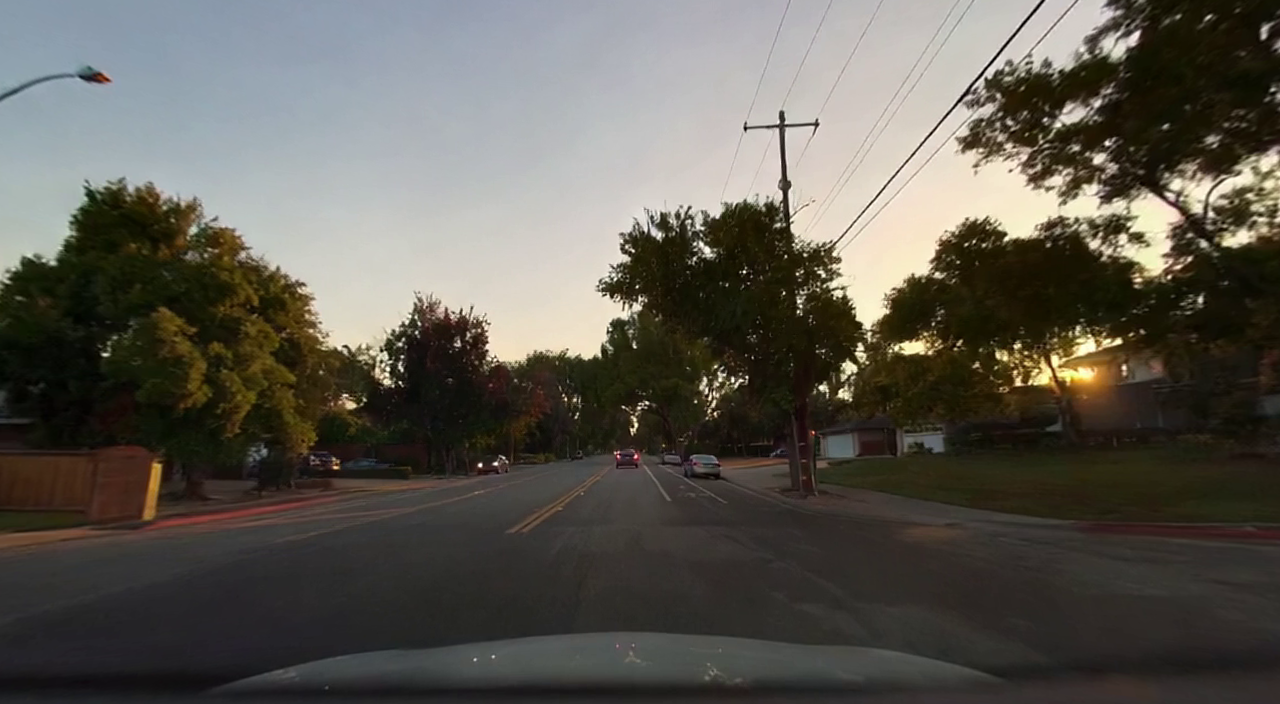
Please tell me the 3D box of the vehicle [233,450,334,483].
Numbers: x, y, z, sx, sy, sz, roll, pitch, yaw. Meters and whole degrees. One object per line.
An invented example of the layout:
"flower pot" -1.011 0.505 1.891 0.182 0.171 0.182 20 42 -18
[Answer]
"vehicle" -20.287 6.528 36.134 4.496 1.823 2.046 1 -9 -6

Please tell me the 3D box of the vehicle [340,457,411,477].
"vehicle" -19.183 8.348 45.933 4.326 1.355 1.812 1 -9 -4

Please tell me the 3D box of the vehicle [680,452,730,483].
"vehicle" 3.402 6.158 33.841 2.014 1.498 4.484 1 -9 -3
